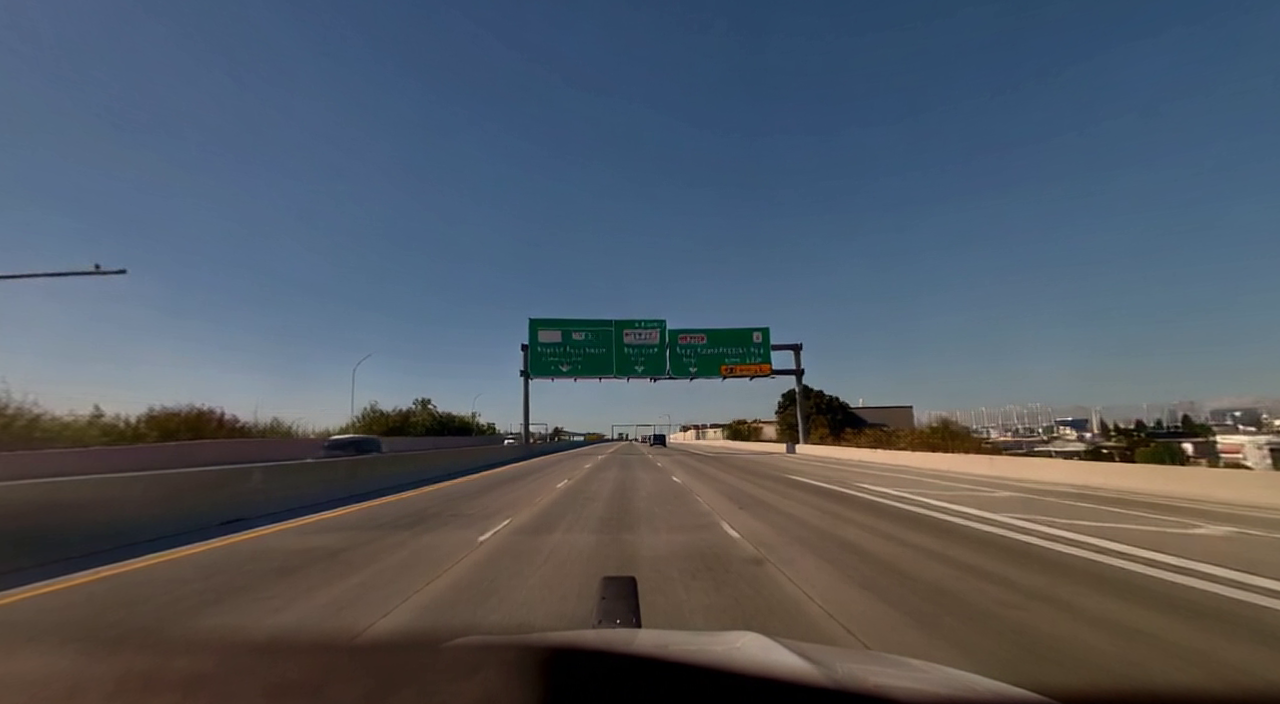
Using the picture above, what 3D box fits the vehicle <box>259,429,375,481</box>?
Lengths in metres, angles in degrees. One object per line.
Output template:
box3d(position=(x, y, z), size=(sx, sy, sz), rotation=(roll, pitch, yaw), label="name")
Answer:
box3d(position=(-12.489, 3.982, 24.734), size=(2.065, 1.794, 4.794), rotation=(0, -8, -1), label="vehicle")
